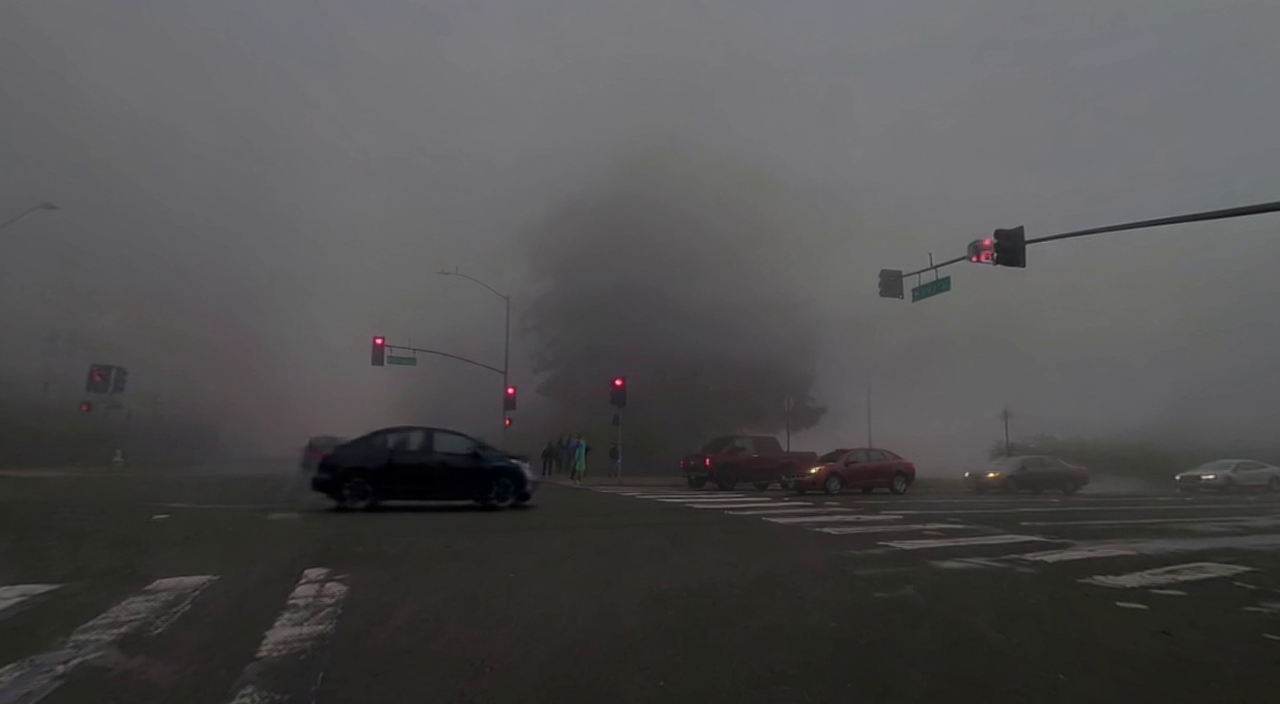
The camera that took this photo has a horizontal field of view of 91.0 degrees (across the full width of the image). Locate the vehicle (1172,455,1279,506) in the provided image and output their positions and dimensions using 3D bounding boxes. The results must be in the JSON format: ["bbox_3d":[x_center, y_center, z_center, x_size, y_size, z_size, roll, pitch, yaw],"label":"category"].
[{"bbox_3d":[23.925,5.026,24.901,4.322,1.522,1.795,-3,-9,-10],"label":"vehicle"}]

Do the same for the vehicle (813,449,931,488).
[{"bbox_3d":[10.224,5.130,27.897,4.537,1.608,1.827,2,-9,-9],"label":"vehicle"}]

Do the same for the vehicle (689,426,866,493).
[{"bbox_3d":[4.694,3.706,21.750,5.535,1.896,2.170,5,-9,-11],"label":"vehicle"}]

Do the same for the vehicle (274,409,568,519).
[{"bbox_3d":[-3.843,2.040,11.701,4.633,1.739,2.090,3,-9,-17],"label":"vehicle"}]

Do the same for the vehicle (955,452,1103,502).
[{"bbox_3d":[14.532,4.642,23.665,4.356,1.498,1.957,-2,-8,-7],"label":"vehicle"}]
